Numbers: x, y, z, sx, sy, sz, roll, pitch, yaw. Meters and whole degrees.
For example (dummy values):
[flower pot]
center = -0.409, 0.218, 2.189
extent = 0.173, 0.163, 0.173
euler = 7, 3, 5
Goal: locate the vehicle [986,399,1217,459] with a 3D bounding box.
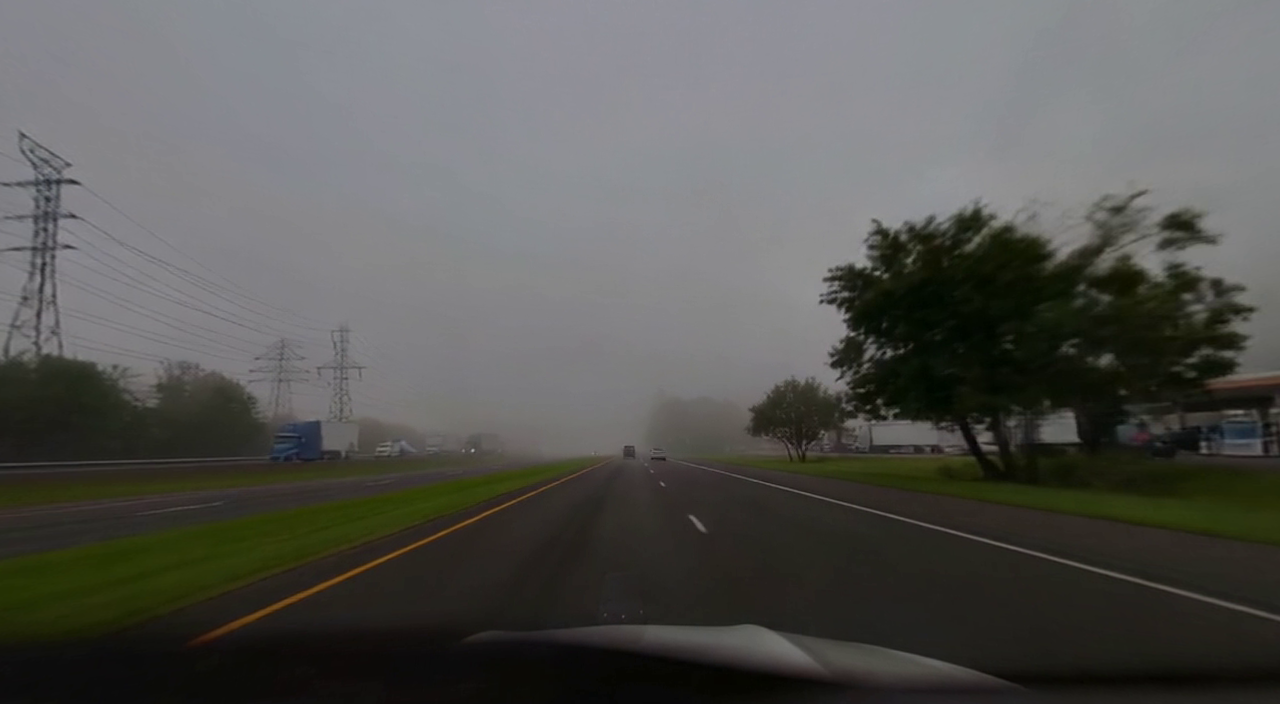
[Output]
[vehicle]
center = 35.802, 6.266, 49.843
extent = 3.224, 4.043, 14.034
euler = 6, -11, -45
